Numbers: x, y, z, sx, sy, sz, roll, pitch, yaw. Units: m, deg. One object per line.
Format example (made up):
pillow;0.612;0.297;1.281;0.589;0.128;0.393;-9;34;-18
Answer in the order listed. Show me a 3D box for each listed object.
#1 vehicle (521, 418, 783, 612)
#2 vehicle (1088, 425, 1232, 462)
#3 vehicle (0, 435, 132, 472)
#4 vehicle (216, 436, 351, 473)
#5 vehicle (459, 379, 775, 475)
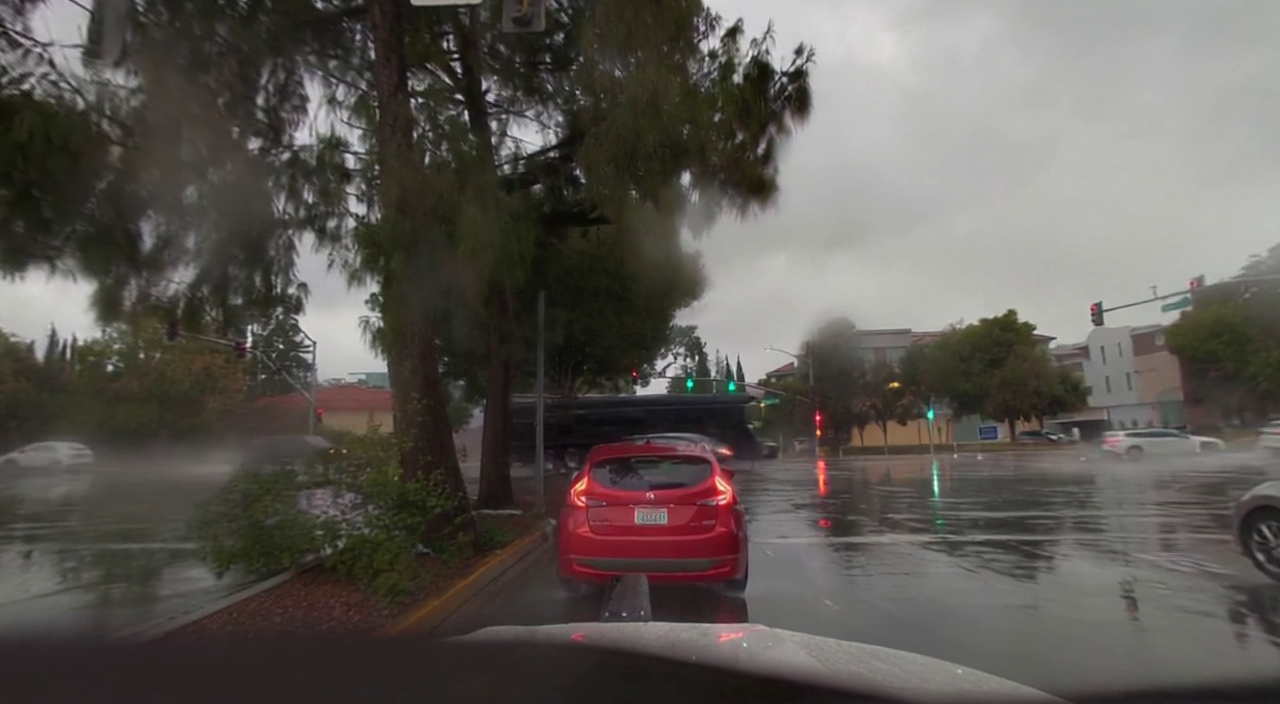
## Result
vehicle;0.057;1.553;6.889;2.041;1.485;3.813;0;-8;-1
vehicle;21.536;3.827;26.255;4.399;1.445;1.769;0;-9;0
vehicle;-27.250;4.806;29.968;4.450;1.684;1.894;0;-8;0
vehicle;-14.886;4.282;26.501;4.517;1.471;1.854;0;-8;0
vehicle;-0.770;2.729;22.648;10.544;3.126;2.909;0;-8;1
